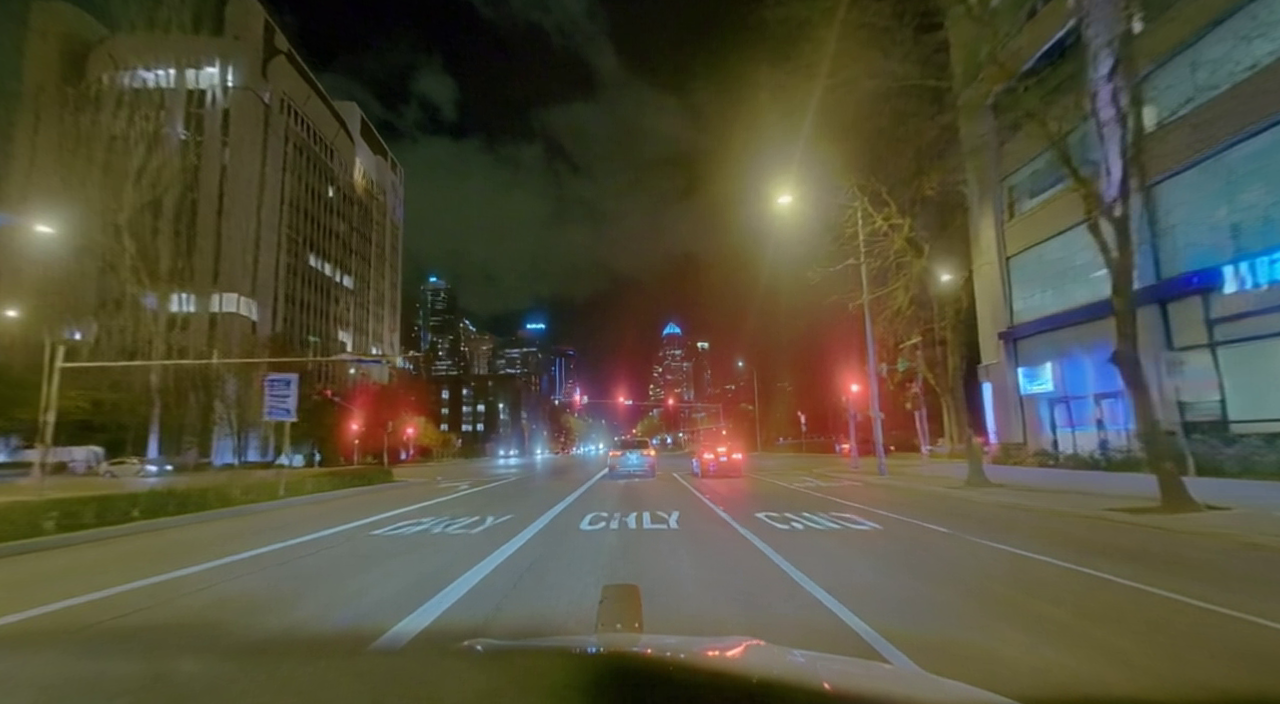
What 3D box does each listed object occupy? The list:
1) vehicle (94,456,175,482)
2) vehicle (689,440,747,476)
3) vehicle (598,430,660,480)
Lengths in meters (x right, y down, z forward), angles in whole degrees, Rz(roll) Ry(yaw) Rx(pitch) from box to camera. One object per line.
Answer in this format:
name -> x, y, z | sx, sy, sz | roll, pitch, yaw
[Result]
vehicle -> -39.599, 9.138, 49.557 | 4.610, 1.691, 2.034 | -3, -8, -2
vehicle -> 3.467, 4.823, 28.925 | 2.080, 1.472, 4.401 | 0, -9, -1
vehicle -> -0.416, 4.204, 25.979 | 2.313, 1.860, 4.319 | 0, -9, 0
